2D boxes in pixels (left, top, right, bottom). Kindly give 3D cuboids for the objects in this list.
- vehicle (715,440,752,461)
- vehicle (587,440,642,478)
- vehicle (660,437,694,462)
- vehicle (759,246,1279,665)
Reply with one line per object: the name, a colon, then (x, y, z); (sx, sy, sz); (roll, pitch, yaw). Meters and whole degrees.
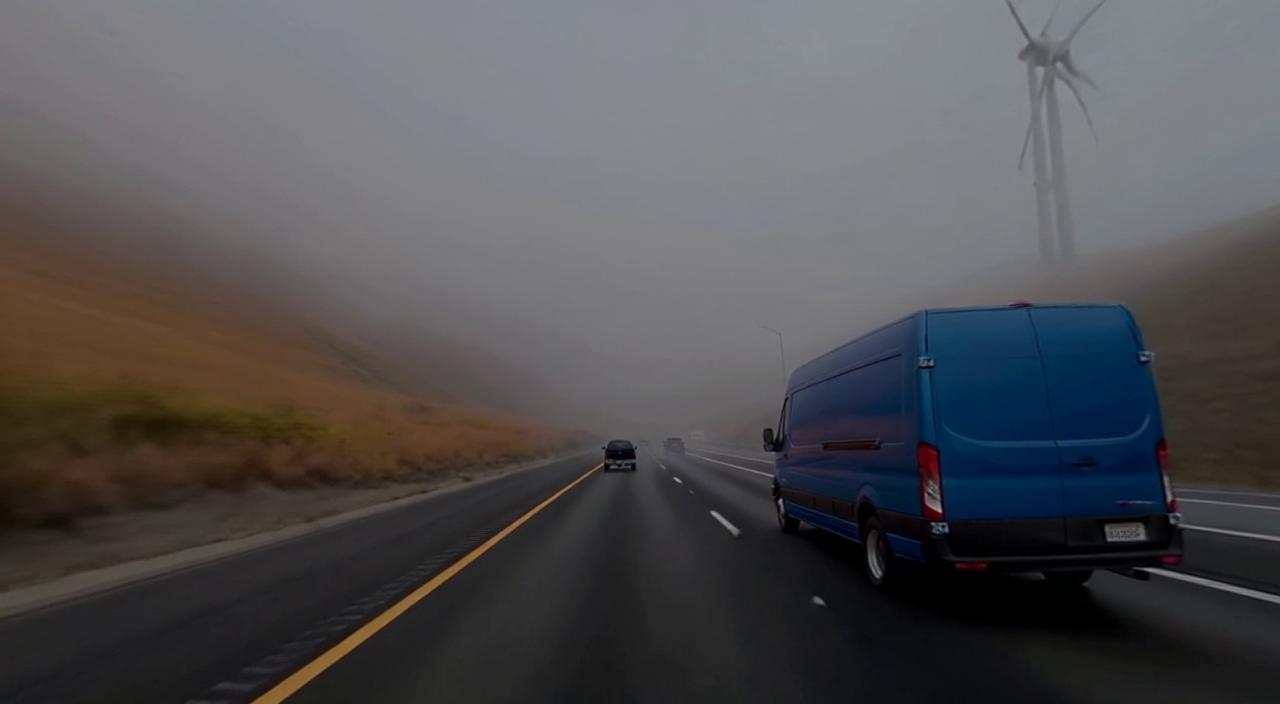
vehicle: (6.762, 7.161, 45.972); (1.858, 1.475, 4.421); (0, -8, -2)
vehicle: (-1.009, 4.395, 26.280); (2.082, 1.445, 3.826); (0, -8, -1)
vehicle: (2.633, 6.977, 45.463); (2.108, 1.717, 3.996); (0, -8, -1)
vehicle: (3.058, 1.012, 6.866); (2.365, 2.630, 5.754); (0, -8, 0)
